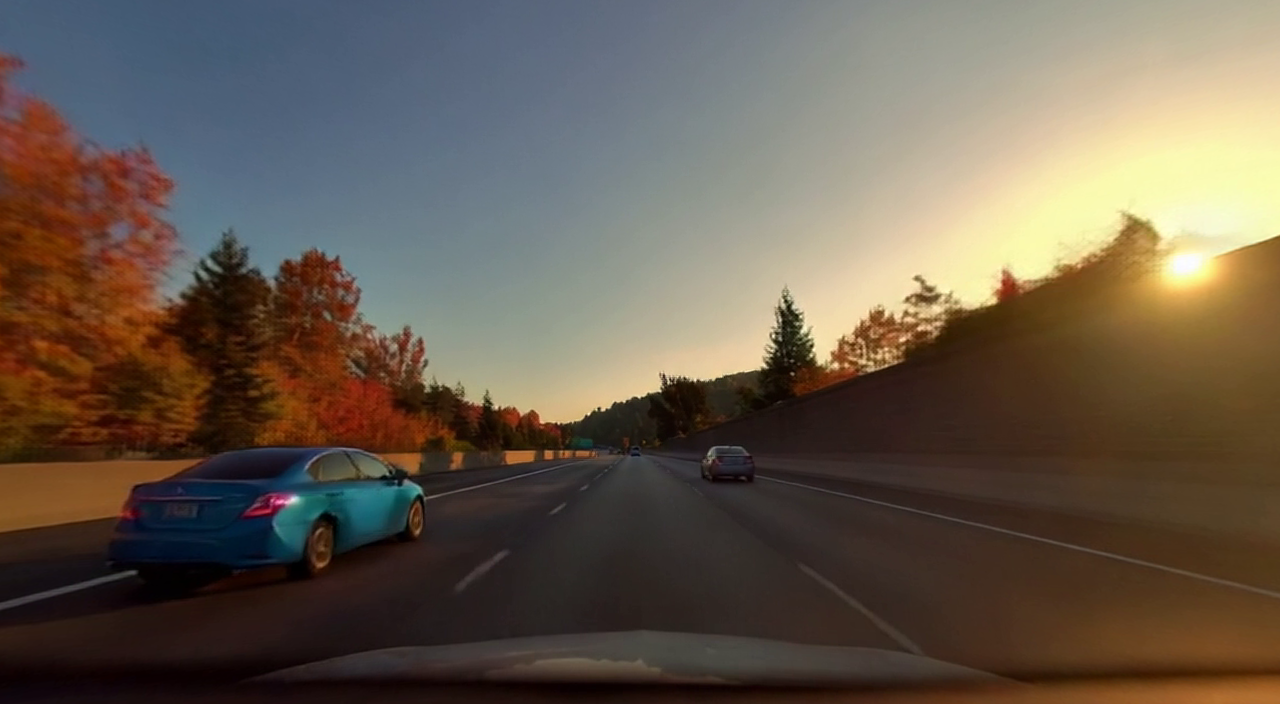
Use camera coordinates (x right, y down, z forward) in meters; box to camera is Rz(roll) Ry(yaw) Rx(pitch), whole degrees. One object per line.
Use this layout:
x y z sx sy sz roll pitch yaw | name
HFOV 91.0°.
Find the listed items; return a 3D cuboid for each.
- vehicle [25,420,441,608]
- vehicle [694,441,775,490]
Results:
-4.096 1.683 7.502 2.010 1.550 4.376 0 -9 0 | vehicle
3.332 4.115 23.194 2.146 1.573 4.661 0 -9 -1 | vehicle
